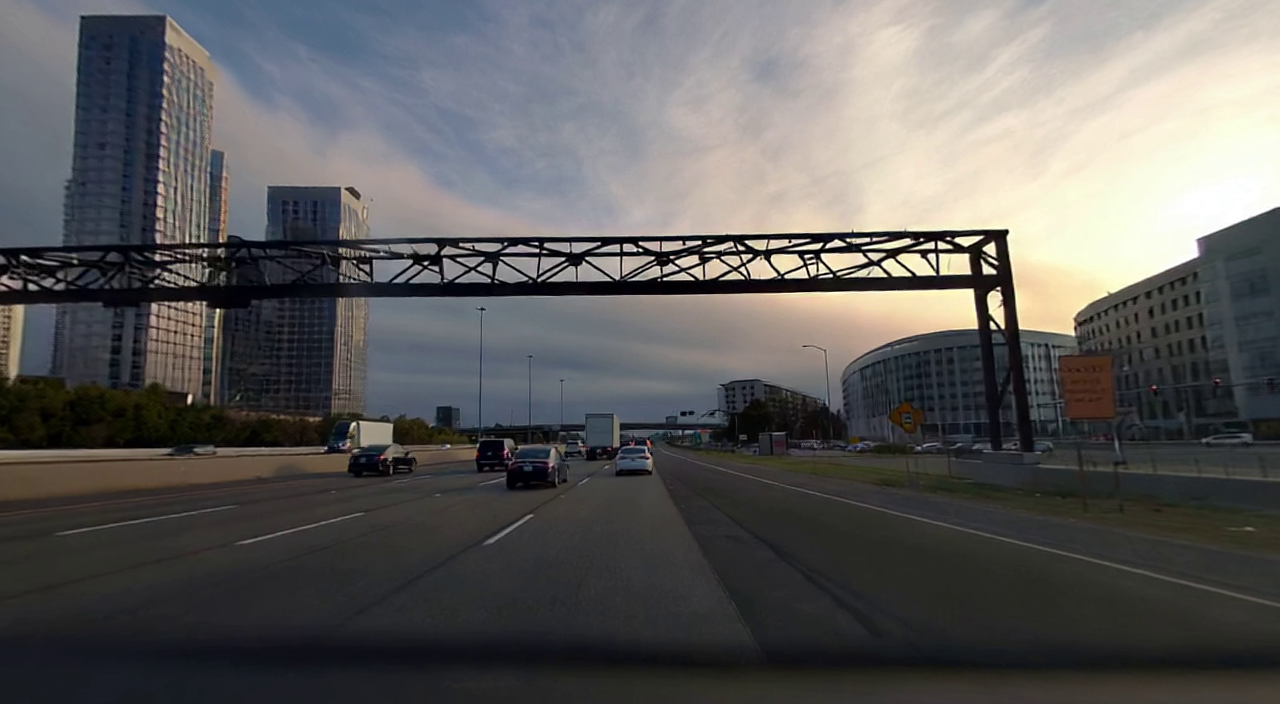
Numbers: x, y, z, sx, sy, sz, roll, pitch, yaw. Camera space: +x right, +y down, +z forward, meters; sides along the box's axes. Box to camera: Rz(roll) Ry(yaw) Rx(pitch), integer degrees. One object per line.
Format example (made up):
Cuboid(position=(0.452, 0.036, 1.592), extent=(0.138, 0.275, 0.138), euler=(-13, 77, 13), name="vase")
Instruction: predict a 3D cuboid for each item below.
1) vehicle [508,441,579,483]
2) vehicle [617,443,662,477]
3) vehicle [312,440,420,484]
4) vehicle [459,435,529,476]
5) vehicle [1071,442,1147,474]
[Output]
Cuboid(position=(-3.694, 4.306, 24.906), extent=(2.016, 1.497, 4.235), euler=(0, -9, 1), name="vehicle")
Cuboid(position=(-0.045, 5.084, 29.979), extent=(1.991, 1.488, 3.922), euler=(0, -9, 0), name="vehicle")
Cuboid(position=(-10.450, 4.220, 24.481), extent=(1.987, 1.495, 4.710), euler=(0, -9, 1), name="vehicle")
Cuboid(position=(-6.910, 4.954, 30.376), extent=(2.190, 1.821, 4.800), euler=(0, -9, 1), name="vehicle")
Cuboid(position=(24.580, 5.545, 33.186), extent=(2.059, 1.507, 4.352), euler=(-3, -9, 21), name="vehicle")
